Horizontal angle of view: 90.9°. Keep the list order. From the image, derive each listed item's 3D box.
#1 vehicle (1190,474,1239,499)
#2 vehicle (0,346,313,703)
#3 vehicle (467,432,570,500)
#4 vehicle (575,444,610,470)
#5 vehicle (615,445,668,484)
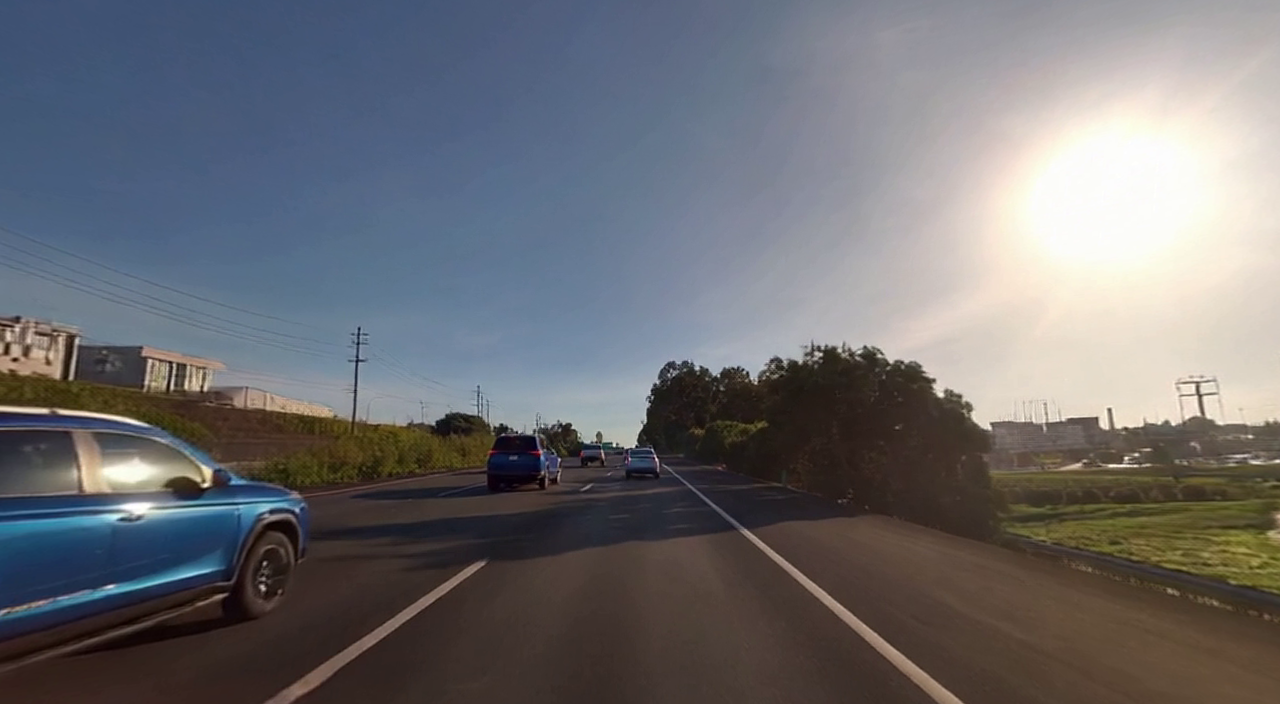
[{"bbox_3d":[39.780,9.249,43.642,4.203,1.418,1.942,8,-12,-42],"label":"vehicle"},{"bbox_3d":[-4.236,0.938,3.281,2.198,1.848,5.346,0,-8,0],"label":"vehicle"},{"bbox_3d":[-3.547,3.426,19.346,2.133,1.789,4.518,-1,-8,2],"label":"vehicle"},{"bbox_3d":[-3.337,7.430,44.725,1.993,1.717,4.321,-1,-8,2],"label":"vehicle"},{"bbox_3d":[0.058,4.668,26.526,2.047,1.473,3.978,0,-8,0],"label":"vehicle"}]
